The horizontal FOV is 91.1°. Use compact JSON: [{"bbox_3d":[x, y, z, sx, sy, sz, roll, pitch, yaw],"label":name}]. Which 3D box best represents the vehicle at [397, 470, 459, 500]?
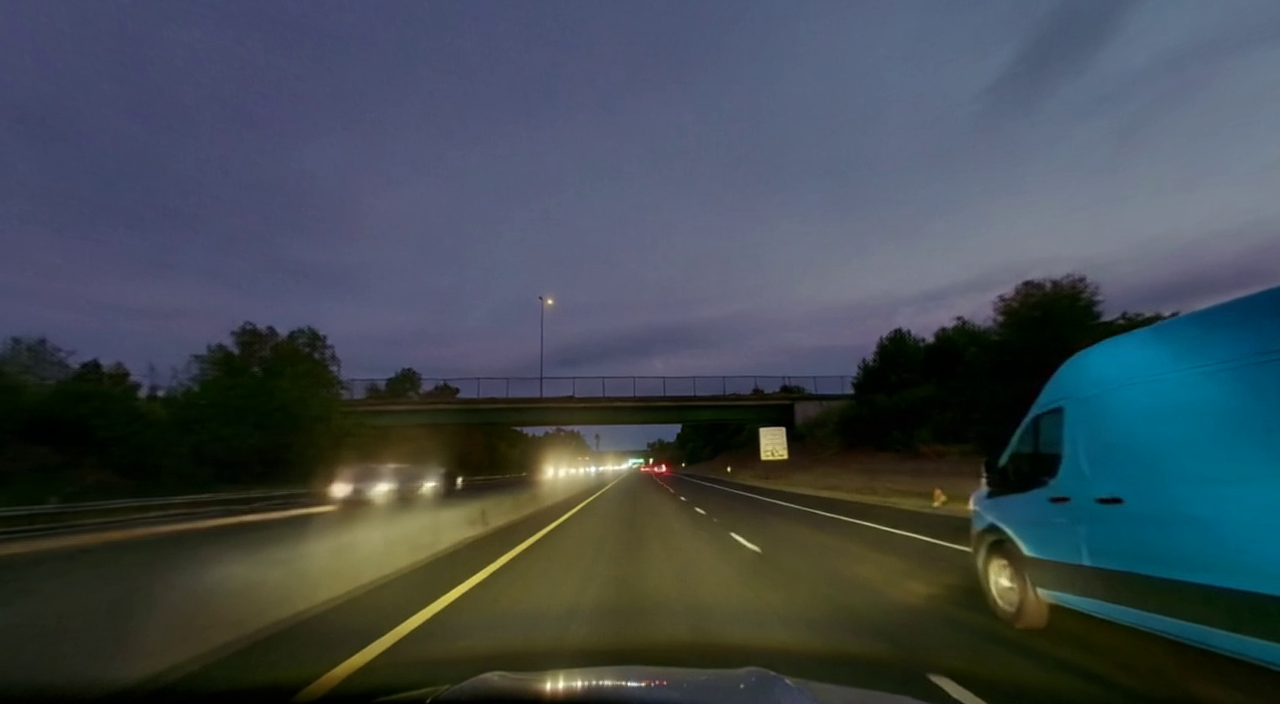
[{"bbox_3d":[-11.025,6.903,32.907,1.812,1.421,4.261,1,-10,-1],"label":"vehicle"}]

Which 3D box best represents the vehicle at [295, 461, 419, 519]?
[{"bbox_3d":[-8.472,4.156,19.260,1.872,1.514,4.101,1,-10,0],"label":"vehicle"}]

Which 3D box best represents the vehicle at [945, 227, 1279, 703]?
[{"bbox_3d":[4.565,0.662,3.330,2.372,2.581,6.763,1,-10,-1],"label":"vehicle"}]
